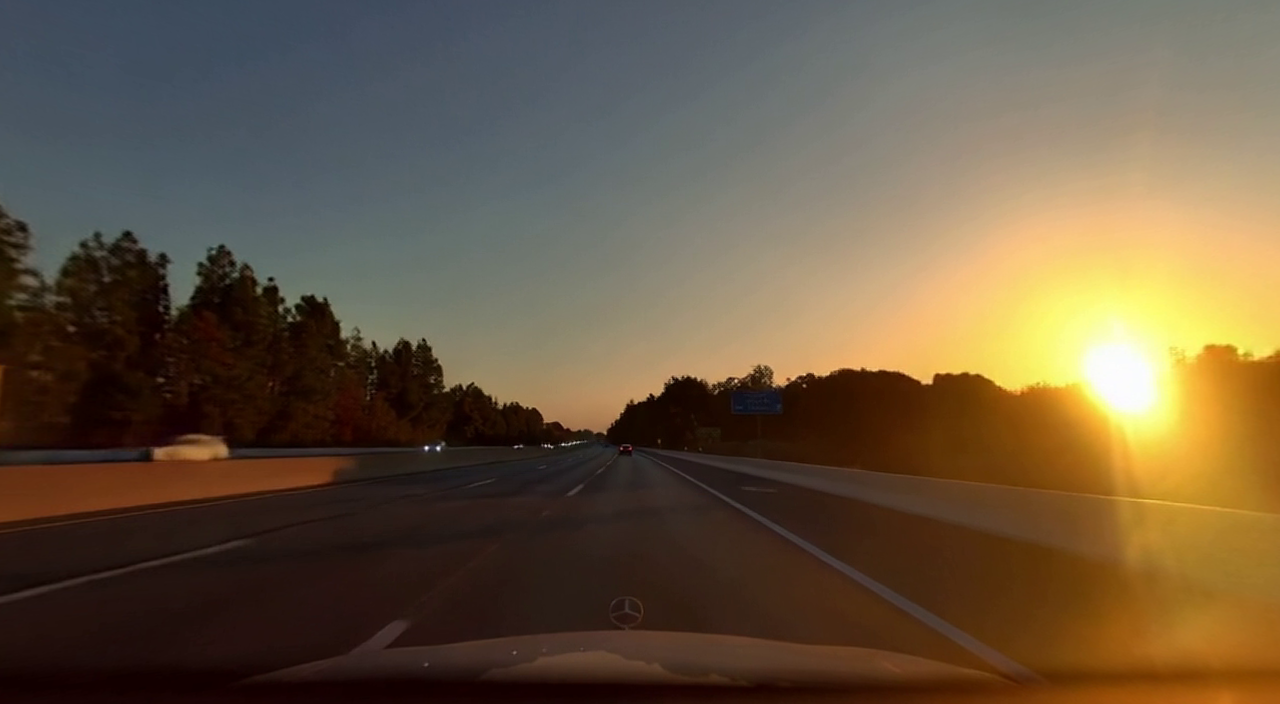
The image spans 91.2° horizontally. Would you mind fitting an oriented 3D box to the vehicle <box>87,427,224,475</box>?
[{"bbox_3d":[-21.242,4.372,27.855,2.056,1.882,4.990,0,-9,0],"label":"vehicle"}]
